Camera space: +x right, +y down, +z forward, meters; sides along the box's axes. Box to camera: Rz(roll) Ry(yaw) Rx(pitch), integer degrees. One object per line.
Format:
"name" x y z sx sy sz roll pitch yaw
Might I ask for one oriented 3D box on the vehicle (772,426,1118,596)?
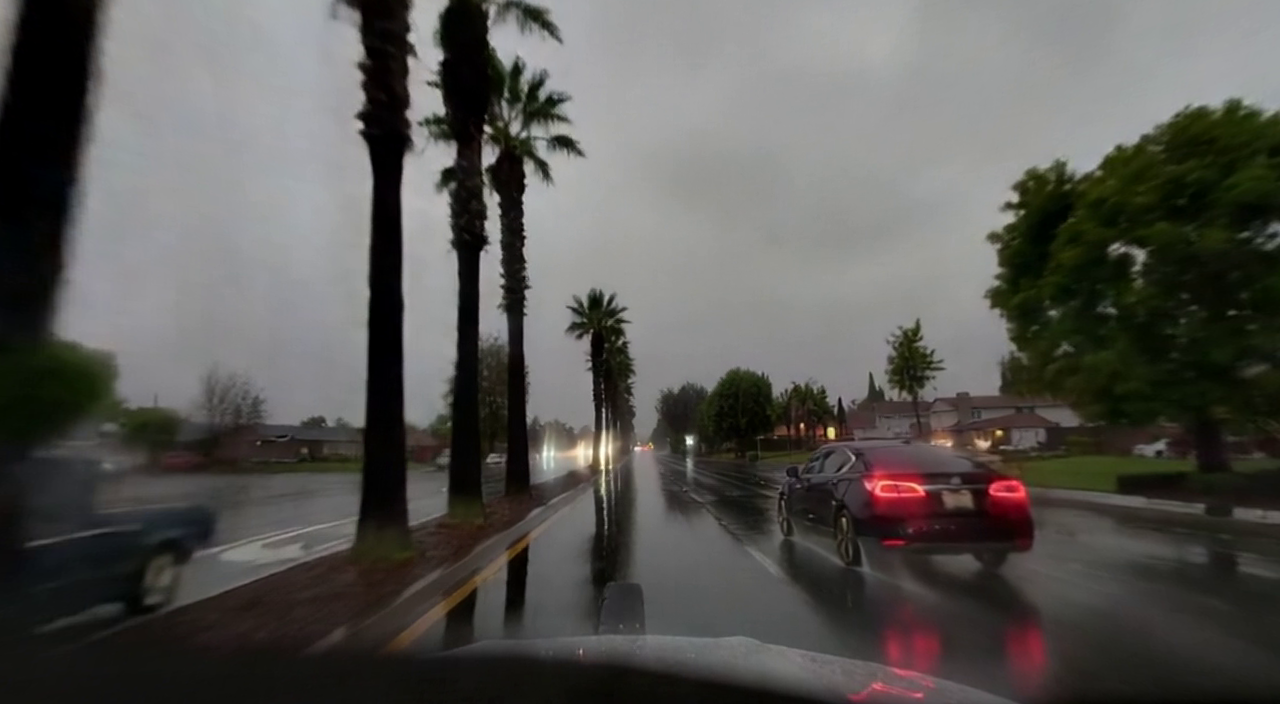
"vehicle" 3.210 1.772 8.014 1.989 1.492 4.689 0 -9 -1

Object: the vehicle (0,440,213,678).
"vehicle" -4.813 1.227 3.590 1.798 1.441 4.309 0 -9 -1
